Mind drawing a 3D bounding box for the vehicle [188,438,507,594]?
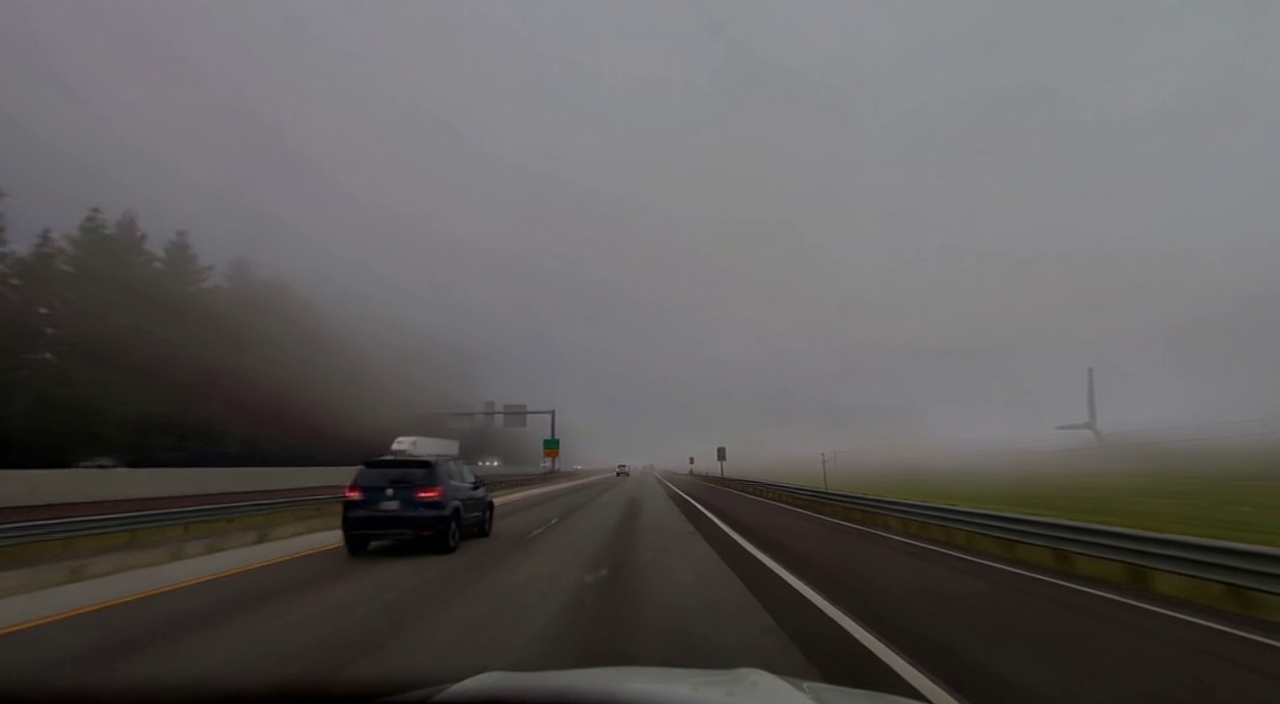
[{"bbox_3d":[-3.428,2.079,8.746,2.039,1.505,4.843,1,-10,1],"label":"vehicle"}]
